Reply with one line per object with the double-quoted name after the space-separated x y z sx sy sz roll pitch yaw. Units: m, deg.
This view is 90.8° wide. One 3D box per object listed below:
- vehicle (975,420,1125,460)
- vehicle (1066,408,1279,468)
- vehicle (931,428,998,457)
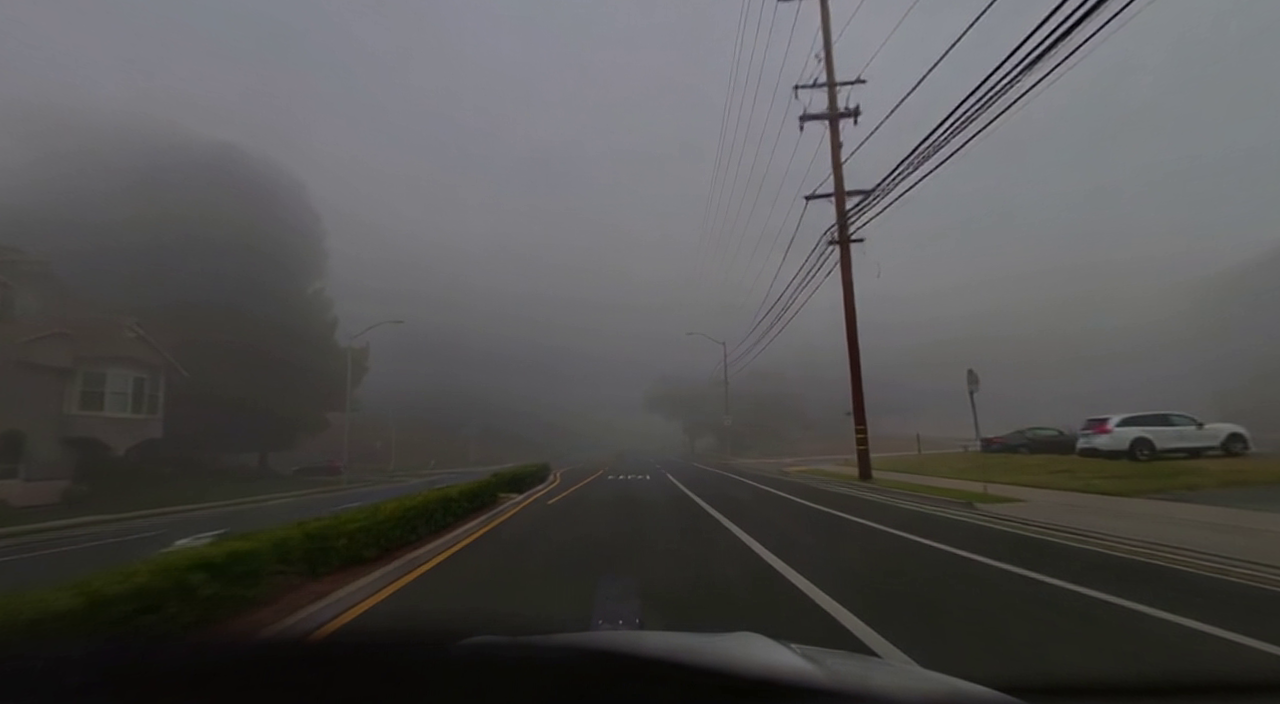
16.573 3.592 25.683 4.681 1.541 2.049 0 -9 -3 "vehicle"
16.790 2.745 20.134 4.833 1.786 2.136 0 -9 0 "vehicle"
22.128 6.223 43.323 1.960 1.873 4.839 0 -8 -1 "vehicle"
